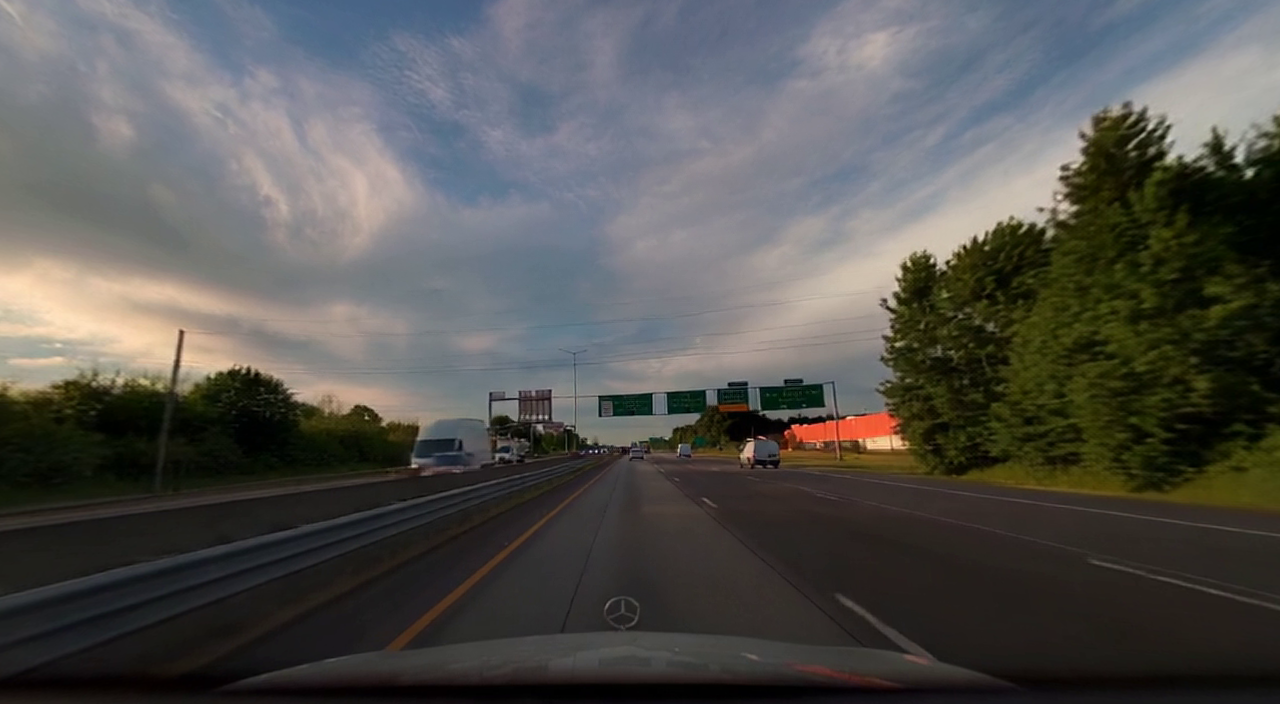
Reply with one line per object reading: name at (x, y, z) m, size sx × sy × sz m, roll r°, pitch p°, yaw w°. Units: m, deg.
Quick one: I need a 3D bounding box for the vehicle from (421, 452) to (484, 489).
vehicle at (-7.970, 5.032, 27.062) m, size 1.721 × 1.446 × 3.630 m, roll 0°, pitch -9°, yaw -2°

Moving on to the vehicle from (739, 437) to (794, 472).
vehicle at (7.408, 6.068, 37.397) m, size 2.156 × 1.943 × 5.010 m, roll 0°, pitch -9°, yaw -1°

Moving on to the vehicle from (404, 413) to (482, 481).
vehicle at (-12.298, 6.029, 39.856) m, size 2.959 × 3.982 × 5.948 m, roll 0°, pitch -9°, yaw 0°
